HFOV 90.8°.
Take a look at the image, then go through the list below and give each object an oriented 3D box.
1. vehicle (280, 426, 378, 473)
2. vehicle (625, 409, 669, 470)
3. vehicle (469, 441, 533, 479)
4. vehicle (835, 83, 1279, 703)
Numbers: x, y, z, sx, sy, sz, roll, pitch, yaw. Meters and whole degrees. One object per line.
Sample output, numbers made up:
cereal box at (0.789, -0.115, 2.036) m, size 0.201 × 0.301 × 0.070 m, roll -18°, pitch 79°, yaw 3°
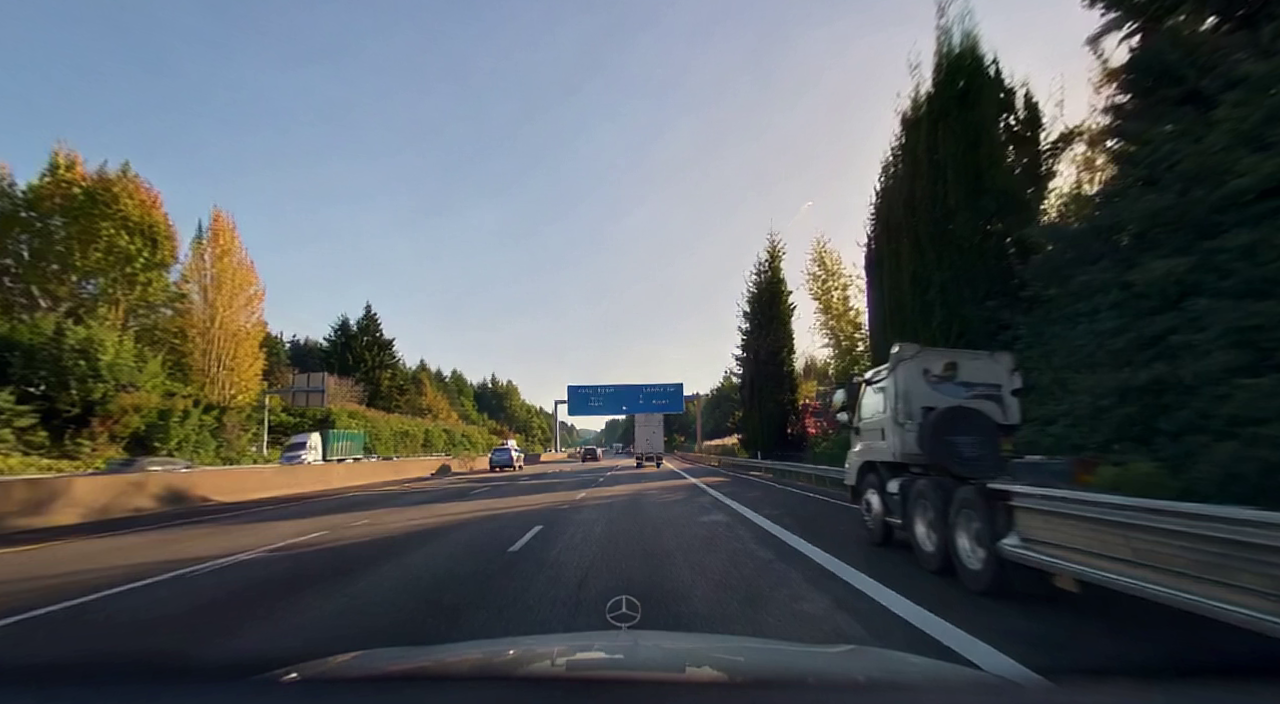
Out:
vehicle at (-24.045, 7.676, 49.464) m, size 2.944 × 3.338 × 9.147 m, roll 0°, pitch -9°, yaw 0°
vehicle at (0.464, 6.939, 48.971) m, size 2.901 × 4.032 × 14.338 m, roll 0°, pitch -9°, yaw 0°
vehicle at (-6.813, 5.351, 31.460) m, size 2.119 × 1.754 × 4.404 m, roll 0°, pitch -9°, yaw 1°
vehicle at (3.902, 0.633, 4.781) m, size 2.442 × 2.717 × 7.729 m, roll -1°, pitch -10°, yaw 1°
